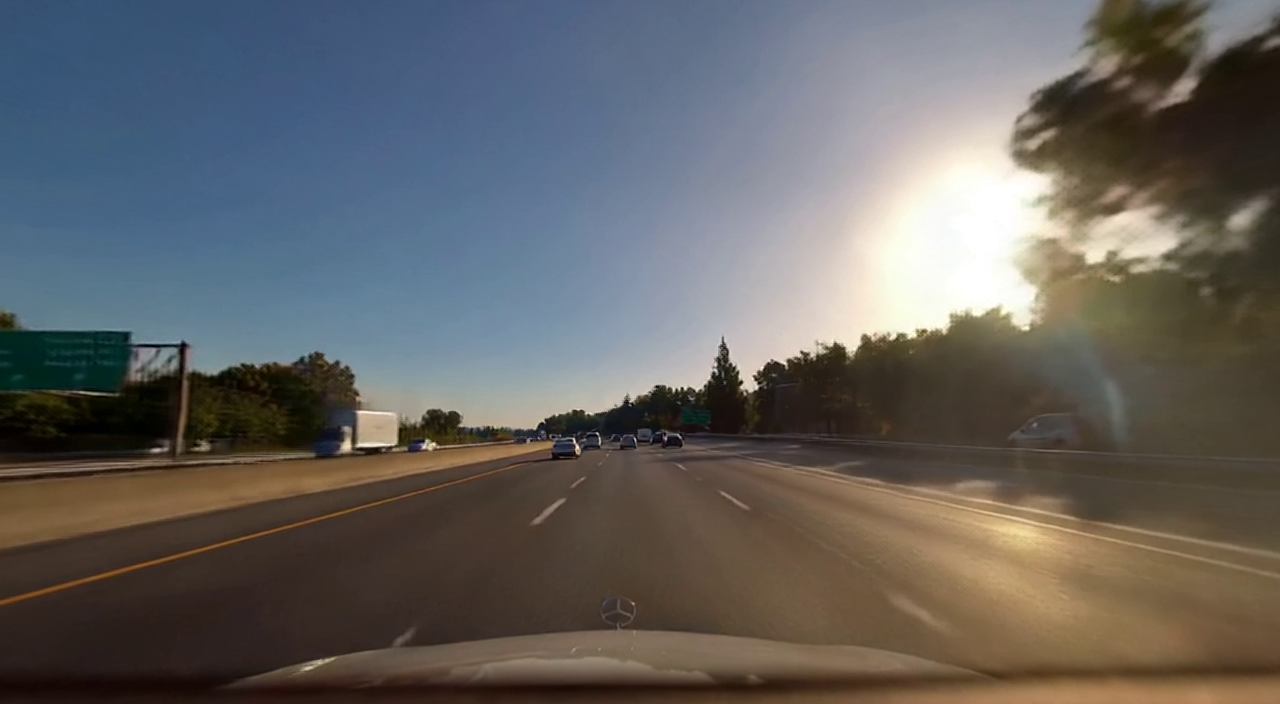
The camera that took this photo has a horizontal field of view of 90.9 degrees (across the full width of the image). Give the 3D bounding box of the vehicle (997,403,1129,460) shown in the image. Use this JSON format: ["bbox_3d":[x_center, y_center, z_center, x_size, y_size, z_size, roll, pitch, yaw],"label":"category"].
[{"bbox_3d":[20.629,3.989,31.237,2.232,2.540,6.015,0,-8,-1],"label":"vehicle"}]

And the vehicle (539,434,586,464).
[{"bbox_3d":[-4.029,5.130,33.426,2.014,1.471,4.380,0,-8,-1],"label":"vehicle"}]

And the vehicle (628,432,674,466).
[{"bbox_3d":[0.460,4.807,31.481,2.086,1.554,3.875,0,-8,-2],"label":"vehicle"}]

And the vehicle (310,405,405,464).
[{"bbox_3d":[-20.703,6.158,46.950,2.950,3.849,9.280,-1,-8,-1],"label":"vehicle"}]
